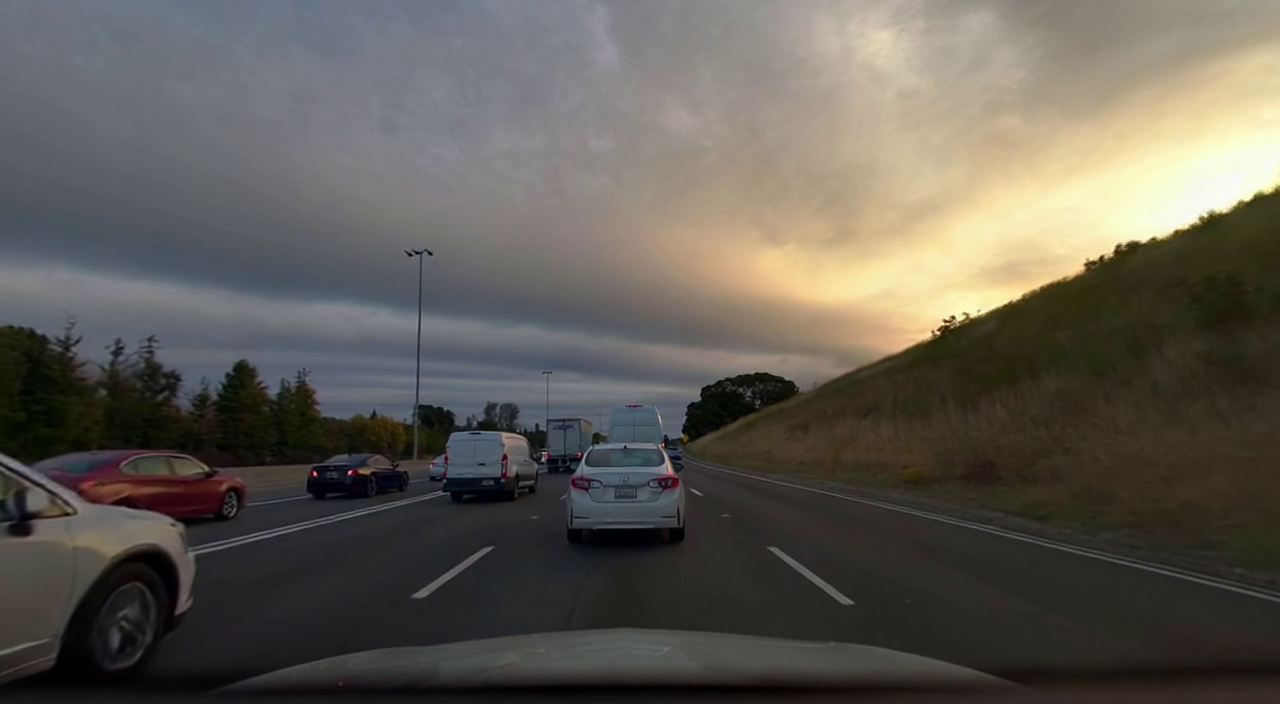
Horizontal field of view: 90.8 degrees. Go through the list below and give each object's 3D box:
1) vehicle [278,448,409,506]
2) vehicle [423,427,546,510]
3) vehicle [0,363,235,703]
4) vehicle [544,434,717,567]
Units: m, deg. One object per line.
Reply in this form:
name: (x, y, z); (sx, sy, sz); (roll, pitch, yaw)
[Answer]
vehicle: (-8.395, 3.543, 18.276); (1.826, 1.465, 3.916); (0, -9, 1)
vehicle: (-4.020, 3.112, 17.258); (2.055, 1.913, 4.584); (-1, -9, 2)
vehicle: (-3.626, 0.761, 1.765); (2.029, 1.656, 4.437); (0, -9, 0)
vehicle: (-0.138, 1.981, 9.036); (1.995, 1.495, 3.380); (0, -9, -1)
